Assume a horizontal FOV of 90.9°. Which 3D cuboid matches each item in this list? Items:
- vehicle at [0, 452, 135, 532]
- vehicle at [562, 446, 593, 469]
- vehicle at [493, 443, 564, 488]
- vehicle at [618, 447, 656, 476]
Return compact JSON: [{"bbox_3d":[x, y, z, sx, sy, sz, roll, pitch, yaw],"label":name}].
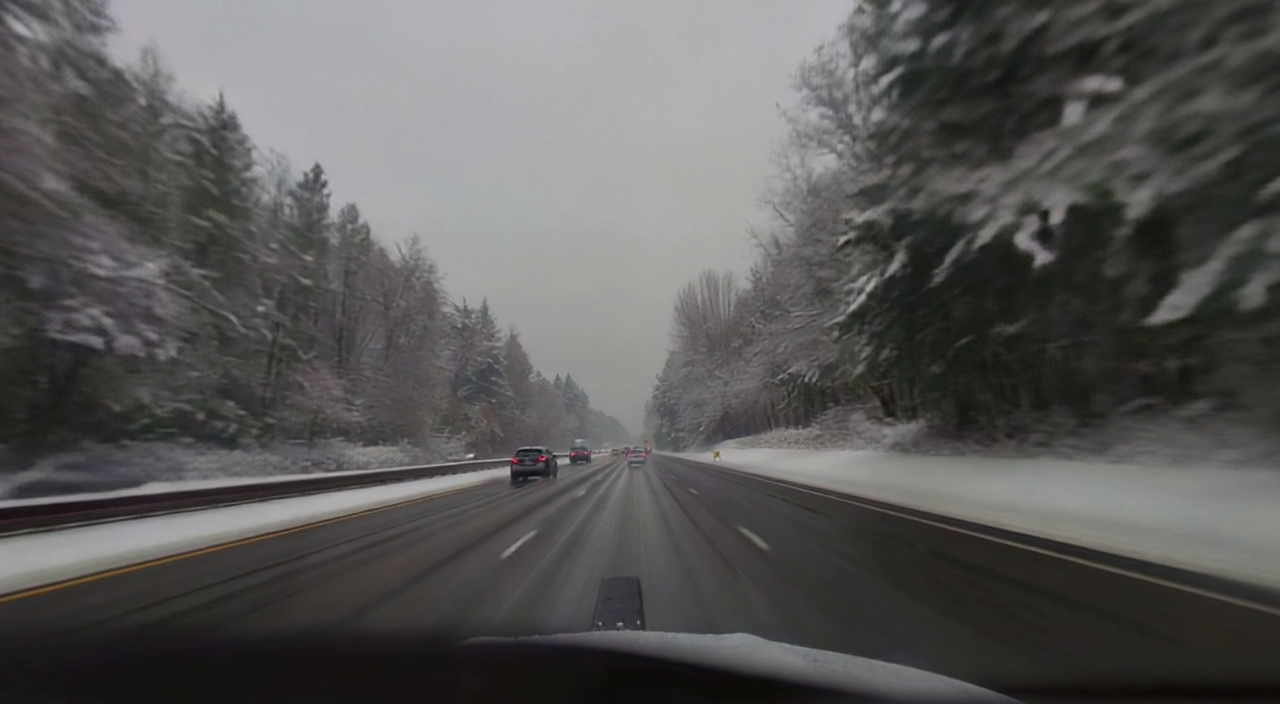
[{"bbox_3d":[-12.773,2.767,12.716,1.761,1.468,4.061,0,-9,0],"label":"vehicle"},{"bbox_3d":[-4.536,7.732,46.156,1.834,1.615,3.624,0,-9,0],"label":"vehicle"},{"bbox_3d":[-4.149,4.302,24.114,1.978,1.538,3.755,0,-9,1],"label":"vehicle"},{"bbox_3d":[-0.153,5.995,34.801,2.001,1.490,3.914,0,-9,0],"label":"vehicle"}]
